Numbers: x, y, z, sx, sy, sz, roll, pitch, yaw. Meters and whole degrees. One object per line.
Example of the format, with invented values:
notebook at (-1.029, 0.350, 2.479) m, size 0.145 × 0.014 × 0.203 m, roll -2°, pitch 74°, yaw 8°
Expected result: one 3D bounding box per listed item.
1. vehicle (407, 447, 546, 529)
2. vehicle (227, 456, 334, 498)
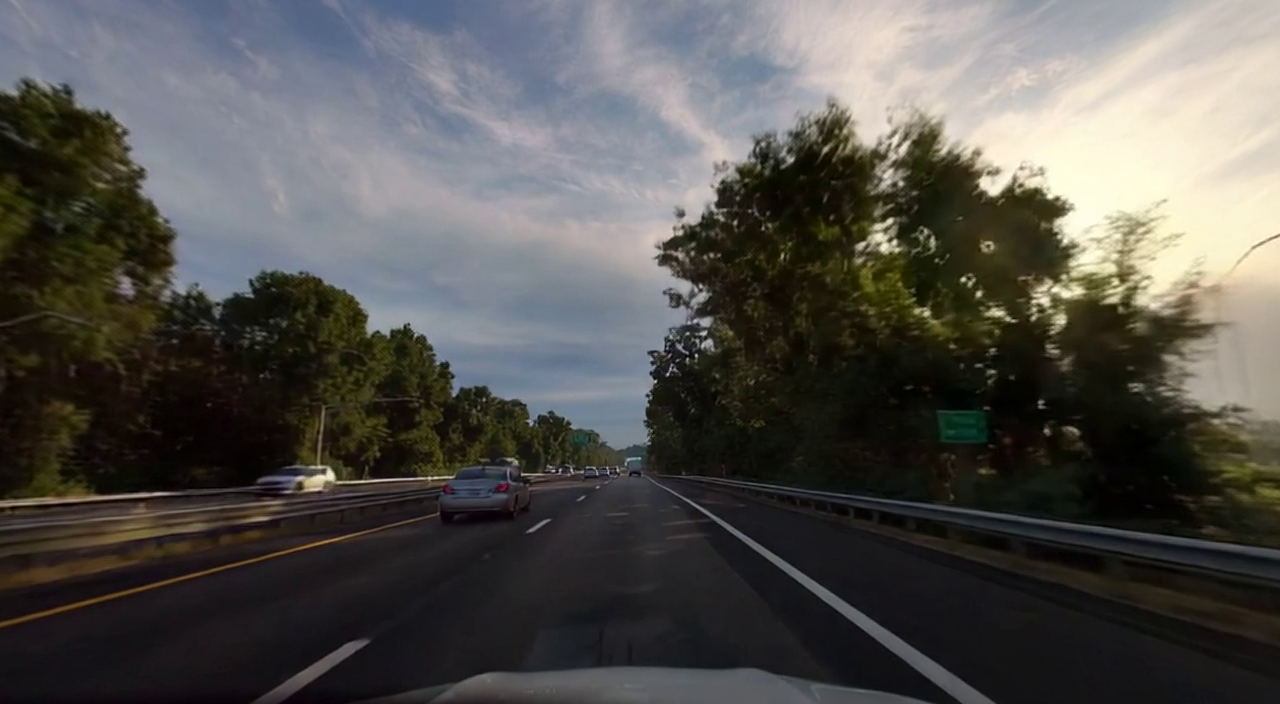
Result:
vehicle at (-3.771, 3.271, 15.563) m, size 2.123 × 1.666 × 4.709 m, roll 1°, pitch -10°, yaw 0°
vehicle at (-17.537, 6.148, 31.098) m, size 2.082 × 1.847 × 5.317 m, roll 1°, pitch -10°, yaw 0°
